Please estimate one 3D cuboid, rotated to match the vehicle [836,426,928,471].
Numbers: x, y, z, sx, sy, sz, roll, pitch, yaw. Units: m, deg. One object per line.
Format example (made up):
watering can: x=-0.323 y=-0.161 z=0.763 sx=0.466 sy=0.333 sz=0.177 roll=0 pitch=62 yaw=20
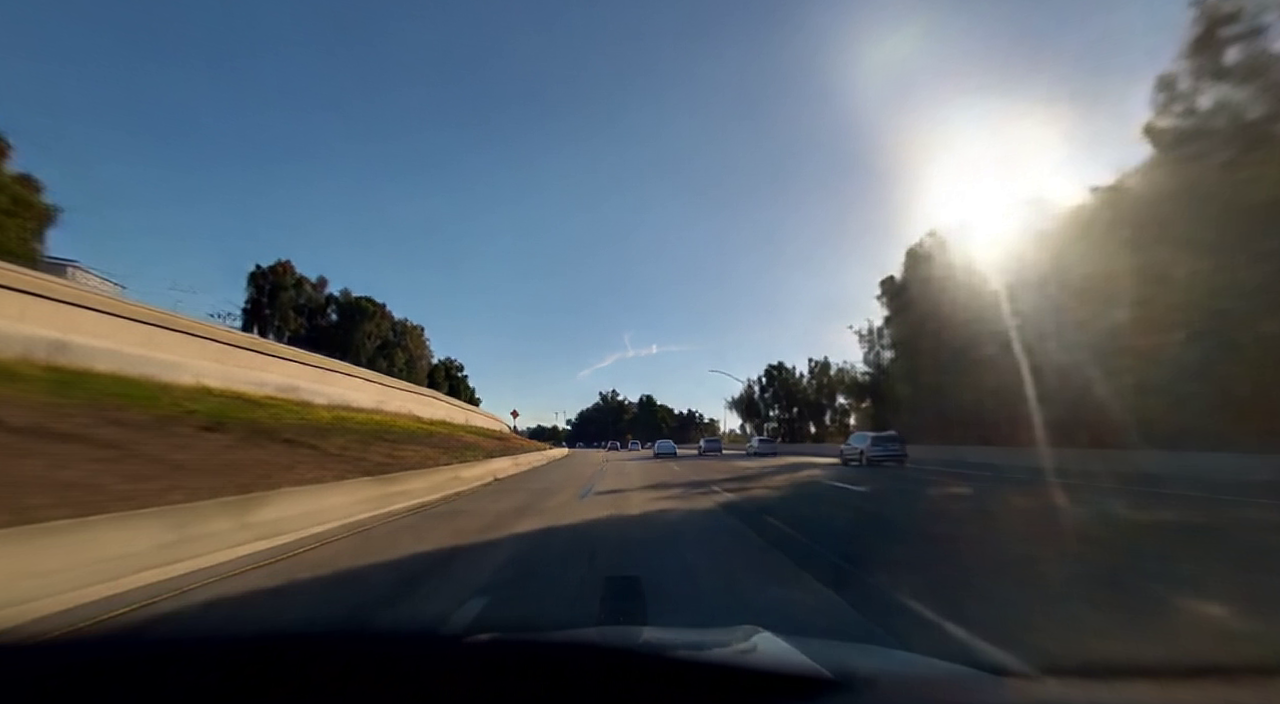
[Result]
vehicle: x=10.421 y=4.199 z=27.528 sx=2.077 sy=1.763 sz=4.472 roll=0 pitch=-8 yaw=-2
